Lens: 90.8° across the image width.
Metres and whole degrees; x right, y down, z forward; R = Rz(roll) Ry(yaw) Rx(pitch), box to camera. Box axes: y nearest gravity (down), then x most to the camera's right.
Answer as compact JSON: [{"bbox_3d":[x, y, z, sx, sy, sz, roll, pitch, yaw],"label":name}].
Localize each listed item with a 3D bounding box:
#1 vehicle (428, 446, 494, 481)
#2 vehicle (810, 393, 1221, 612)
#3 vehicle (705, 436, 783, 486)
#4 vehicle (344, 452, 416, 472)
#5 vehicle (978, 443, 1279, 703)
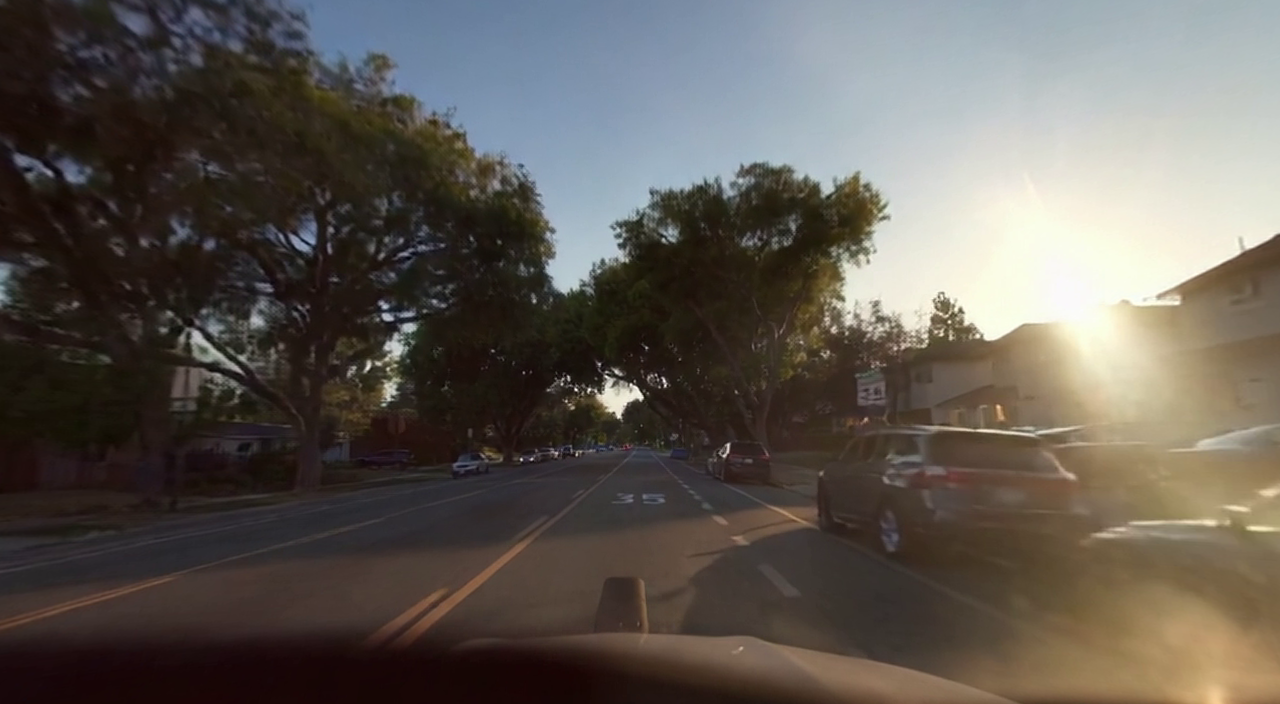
[{"bbox_3d":[-10.737,6.693,38.302,2.338,1.871,5.795,-3,-9,0],"label":"vehicle"},{"bbox_3d":[3.969,1.679,8.039,2.169,1.914,4.791,0,-9,-1],"label":"vehicle"},{"bbox_3d":[4.114,4.412,25.886,2.254,1.812,4.817,0,-9,-1],"label":"vehicle"},{"bbox_3d":[-19.238,8.147,46.878,4.530,1.477,1.843,0,-9,-1],"label":"vehicle"},{"bbox_3d":[4.062,1.181,3.099,2.087,1.454,4.914,0,-8,0],"label":"vehicle"}]
